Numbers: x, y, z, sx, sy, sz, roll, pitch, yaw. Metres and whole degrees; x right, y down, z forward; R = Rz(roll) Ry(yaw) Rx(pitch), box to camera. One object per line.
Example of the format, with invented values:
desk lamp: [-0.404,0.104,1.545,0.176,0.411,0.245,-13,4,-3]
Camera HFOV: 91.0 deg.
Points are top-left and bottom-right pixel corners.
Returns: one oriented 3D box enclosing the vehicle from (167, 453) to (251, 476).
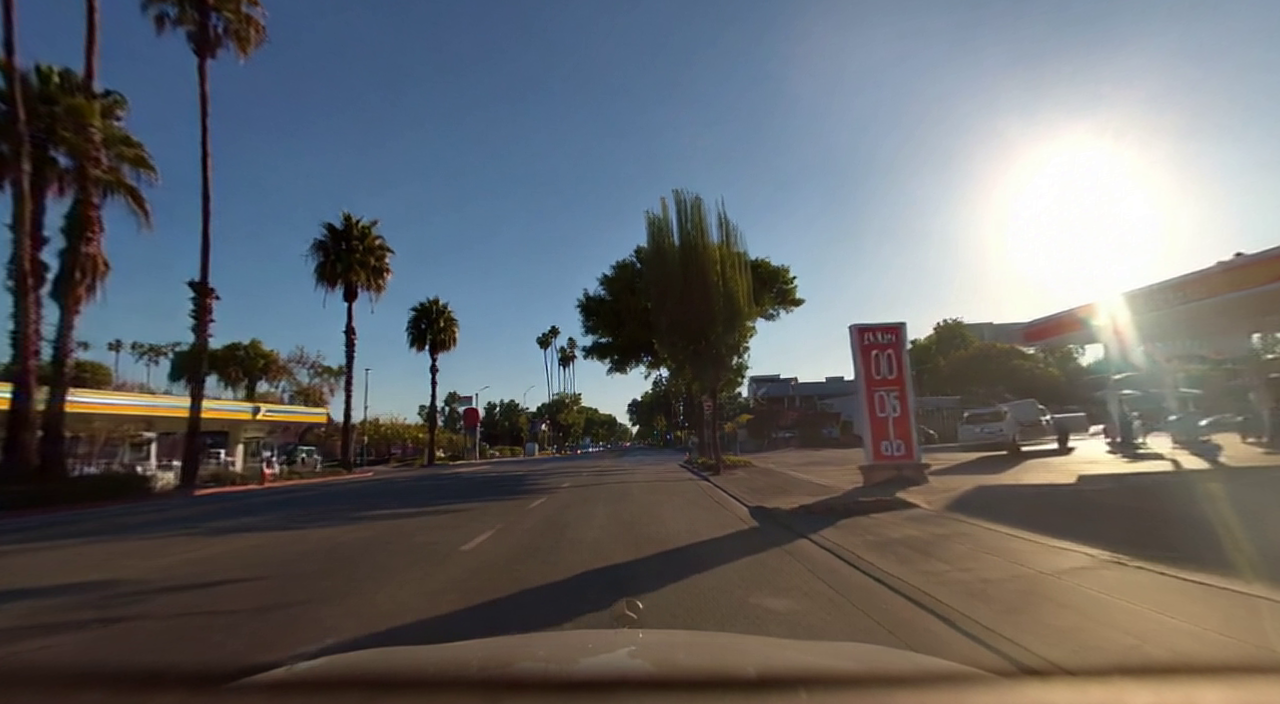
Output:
vehicle: [-29.031,7.545,42.429,4.420,1.445,1.954,6,-11,-37]

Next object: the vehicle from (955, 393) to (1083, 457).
vehicle: [15.967,3.136,26.401,5.529,2.395,2.399,6,-10,-35]
